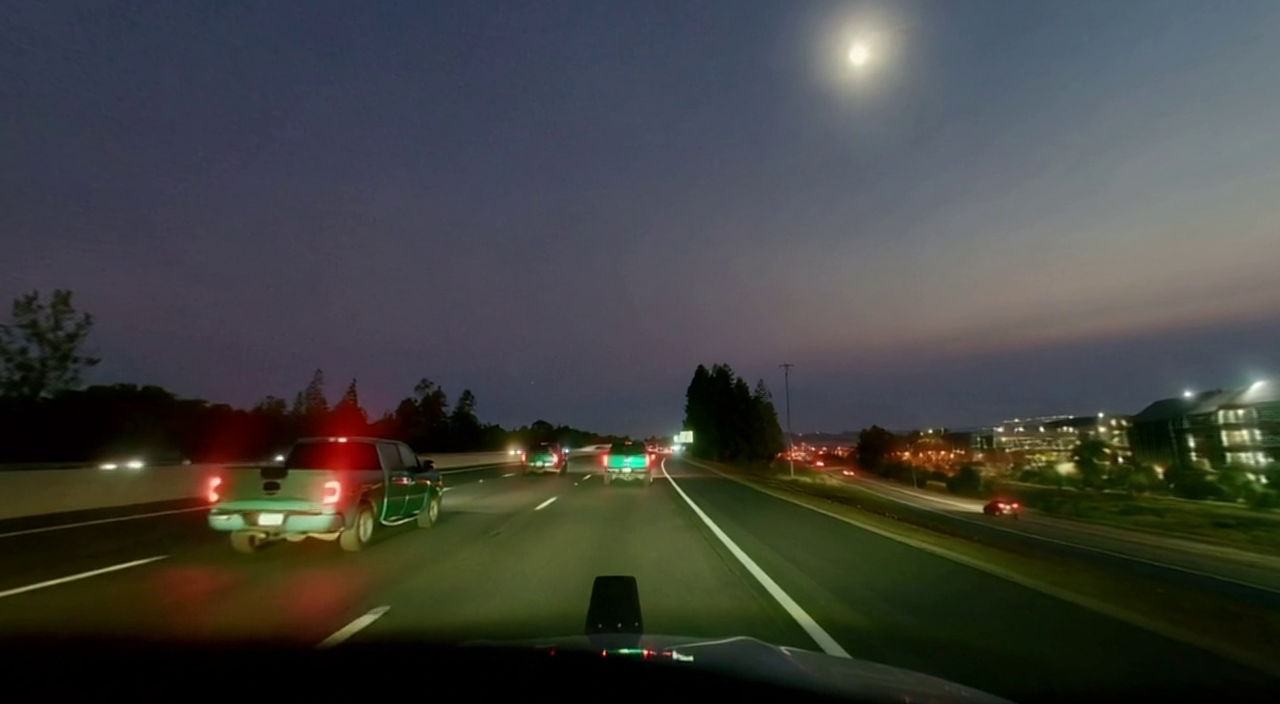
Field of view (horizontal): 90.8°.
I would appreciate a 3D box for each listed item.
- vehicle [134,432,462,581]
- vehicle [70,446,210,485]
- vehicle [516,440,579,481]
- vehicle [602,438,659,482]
[{"bbox_3d":[-4.069,1.880,8.600,1.936,1.470,4.402,0,-8,1],"label":"vehicle"},{"bbox_3d":[-21.043,4.757,26.912,1.960,1.475,4.762,0,-8,1],"label":"vehicle"},{"bbox_3d":[-4.192,5.027,29.659,2.038,1.704,5.181,0,-8,2],"label":"vehicle"},{"bbox_3d":[-0.313,4.707,27.810,2.293,1.753,4.380,0,-8,2],"label":"vehicle"}]
